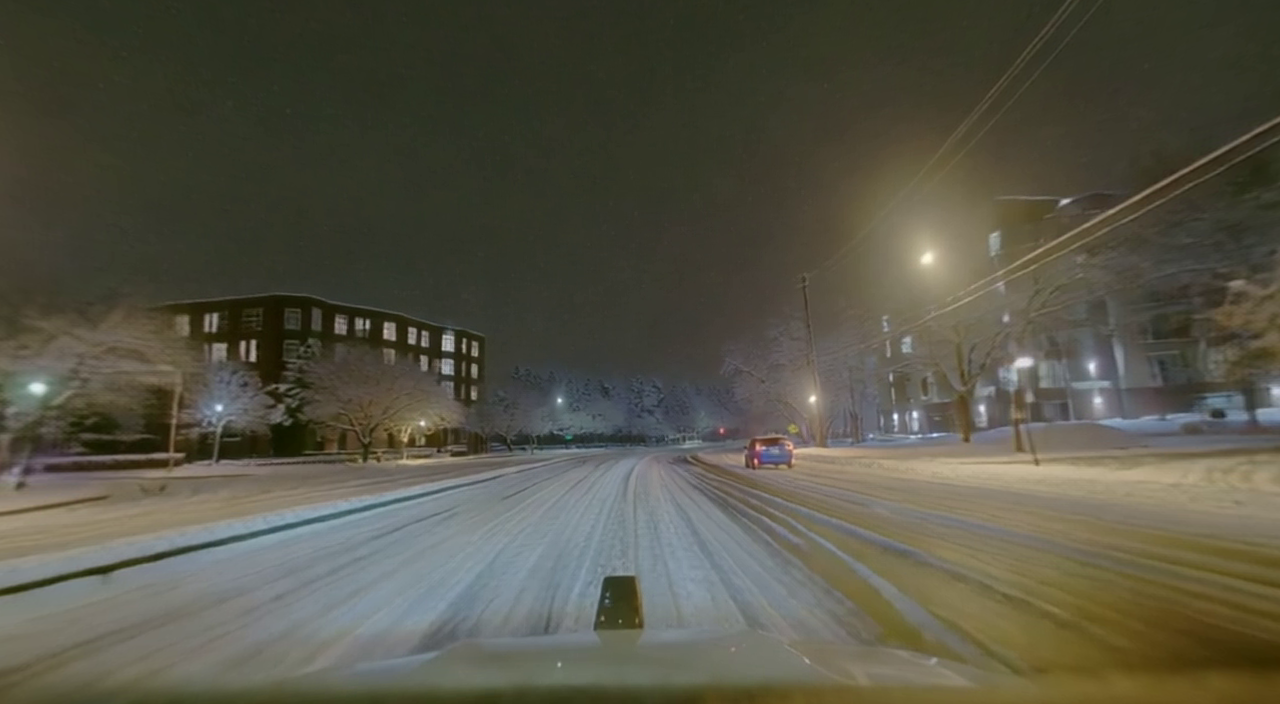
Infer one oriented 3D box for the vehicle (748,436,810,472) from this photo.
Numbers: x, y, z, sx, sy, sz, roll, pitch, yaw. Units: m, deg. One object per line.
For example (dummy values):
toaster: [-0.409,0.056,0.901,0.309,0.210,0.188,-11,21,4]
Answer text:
vehicle: [6.108,4.533,28.149,1.908,1.476,3.880,-1,-9,1]
